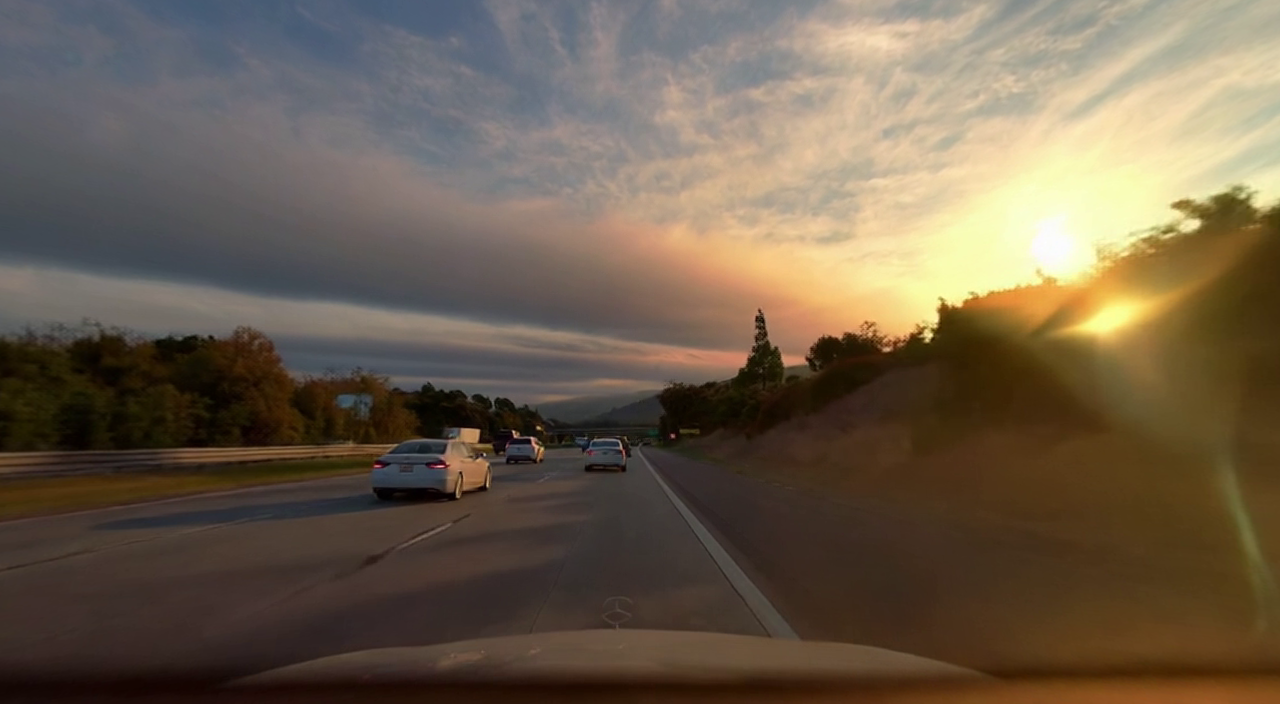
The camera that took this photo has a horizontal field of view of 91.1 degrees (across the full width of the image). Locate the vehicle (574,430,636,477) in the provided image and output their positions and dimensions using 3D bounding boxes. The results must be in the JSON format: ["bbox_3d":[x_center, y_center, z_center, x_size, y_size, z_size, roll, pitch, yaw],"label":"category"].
[{"bbox_3d":[-1.310,3.857,24.293,2.178,1.658,3.916,0,-8,-2],"label":"vehicle"}]

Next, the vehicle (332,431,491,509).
[{"bbox_3d":[-4.912,2.558,14.296,1.971,1.464,4.386,0,-8,0],"label":"vehicle"}]

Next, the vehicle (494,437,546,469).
[{"bbox_3d":[-5.816,4.918,30.915,1.835,1.432,3.835,0,-8,-1],"label":"vehicle"}]

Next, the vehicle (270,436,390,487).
[{"bbox_3d":[-9.672,3.399,20.016,1.850,1.439,3.932,0,-8,-1],"label":"vehicle"}]
